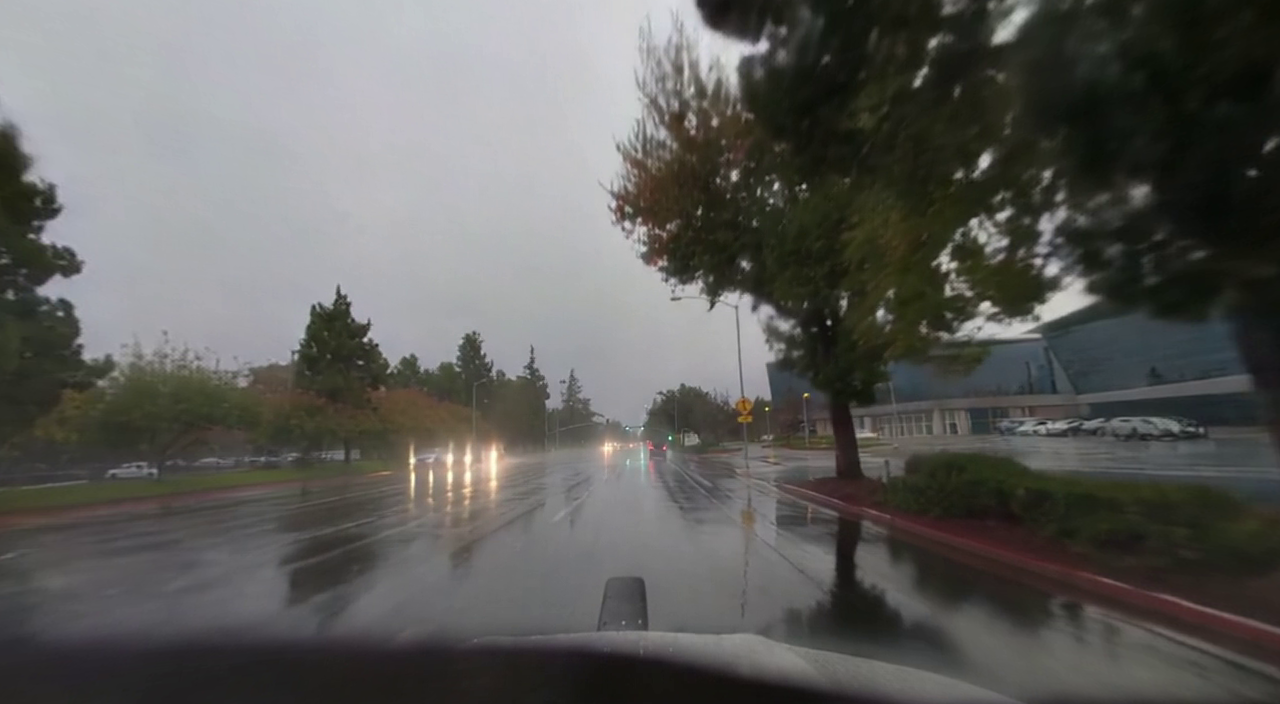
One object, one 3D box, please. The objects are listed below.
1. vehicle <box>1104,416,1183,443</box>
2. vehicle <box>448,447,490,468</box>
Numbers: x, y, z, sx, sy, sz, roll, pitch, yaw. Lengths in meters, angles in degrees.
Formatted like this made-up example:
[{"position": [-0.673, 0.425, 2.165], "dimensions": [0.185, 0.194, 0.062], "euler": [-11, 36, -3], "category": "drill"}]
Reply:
[{"position": [39.115, 6.092, 48.914], "dimensions": [2.045, 2.000, 4.878], "euler": [0, -8, 0], "category": "vehicle"}, {"position": [-13.459, 8.317, 49.710], "dimensions": [1.939, 1.548, 4.490], "euler": [0, -8, 2], "category": "vehicle"}]
